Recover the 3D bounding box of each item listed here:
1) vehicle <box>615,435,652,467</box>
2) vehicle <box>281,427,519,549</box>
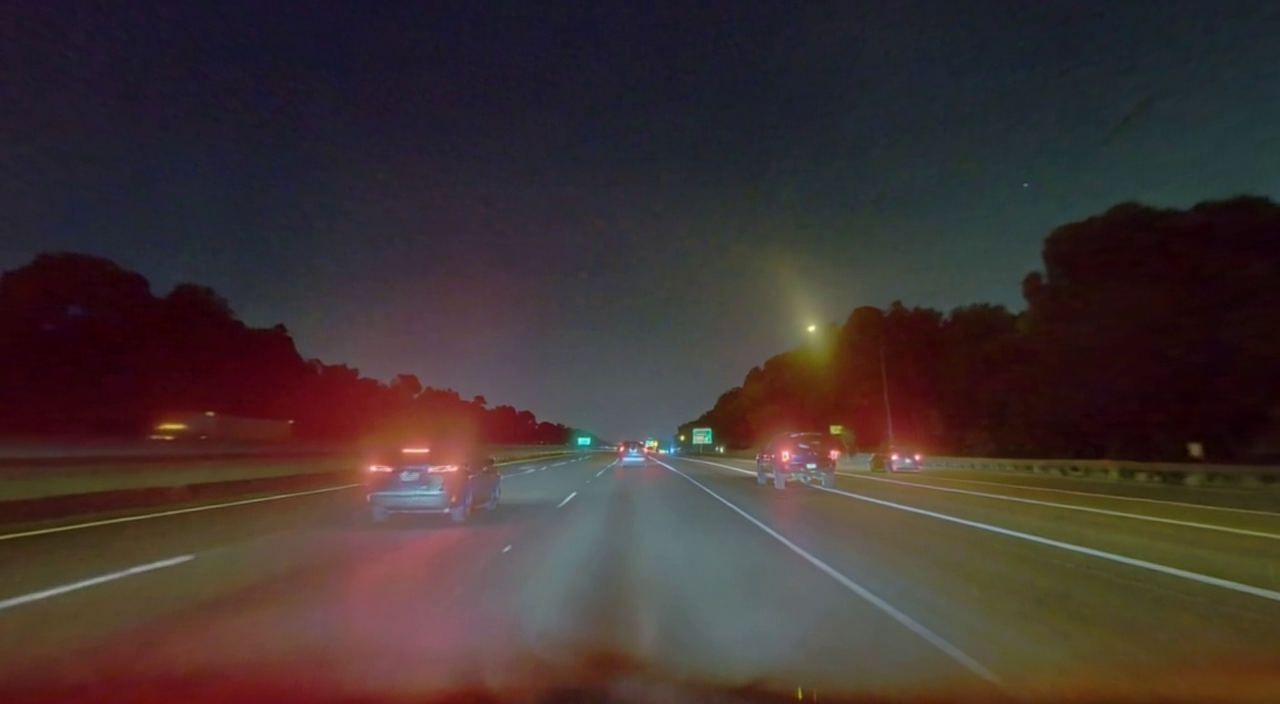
[{"bbox_3d":[-0.430,6.494,41.537,2.269,1.924,4.596,0,-8,-1],"label":"vehicle"},{"bbox_3d":[-3.624,2.146,10.803,2.140,1.574,4.946,0,-8,0],"label":"vehicle"}]
